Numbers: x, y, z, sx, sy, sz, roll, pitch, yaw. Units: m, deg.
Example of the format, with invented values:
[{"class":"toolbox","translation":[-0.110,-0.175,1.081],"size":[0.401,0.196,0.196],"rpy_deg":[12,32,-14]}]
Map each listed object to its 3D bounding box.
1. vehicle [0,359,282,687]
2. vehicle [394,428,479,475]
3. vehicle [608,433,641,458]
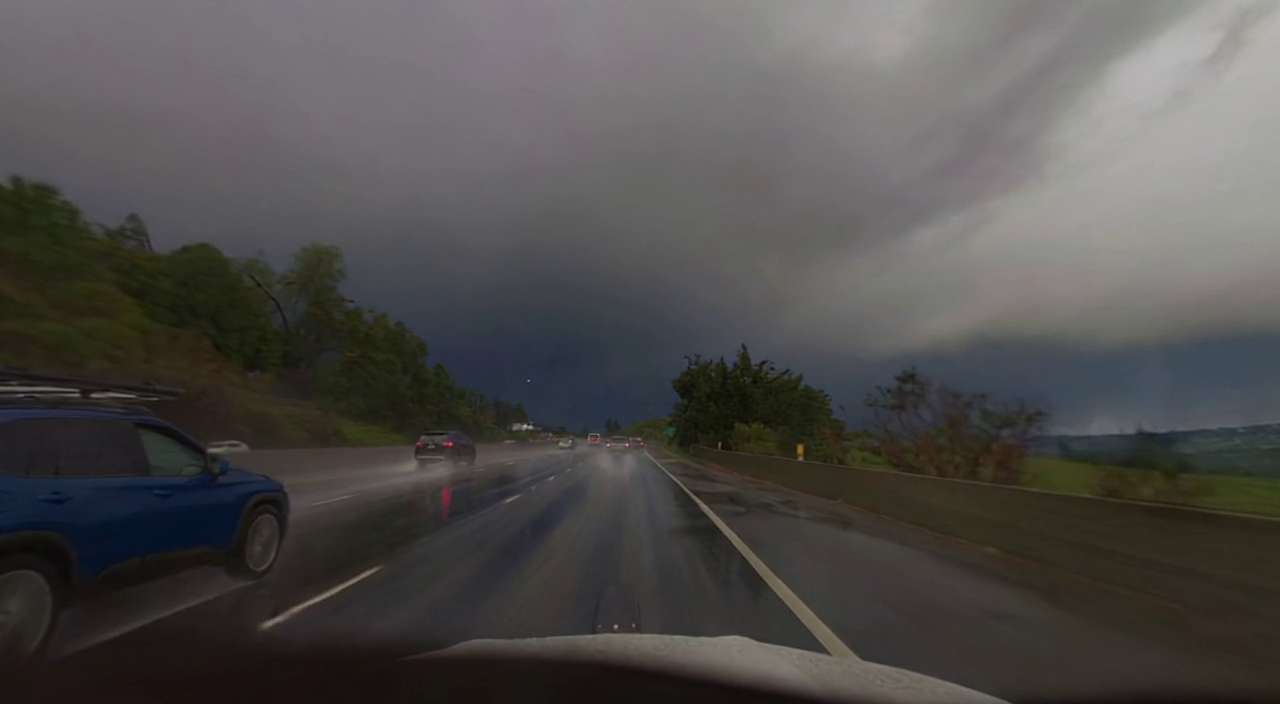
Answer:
[{"class":"vehicle","translation":[-4.482,0.964,3.721],"size":[2.069,1.748,4.652],"rpy_deg":[0,-8,-1]},{"class":"vehicle","translation":[-8.155,4.018,25.703],"size":[1.964,1.745,4.338],"rpy_deg":[0,-8,0]},{"class":"vehicle","translation":[-1.064,6.543,44.295],"size":[2.178,1.658,3.916],"rpy_deg":[0,-8,-1]}]
